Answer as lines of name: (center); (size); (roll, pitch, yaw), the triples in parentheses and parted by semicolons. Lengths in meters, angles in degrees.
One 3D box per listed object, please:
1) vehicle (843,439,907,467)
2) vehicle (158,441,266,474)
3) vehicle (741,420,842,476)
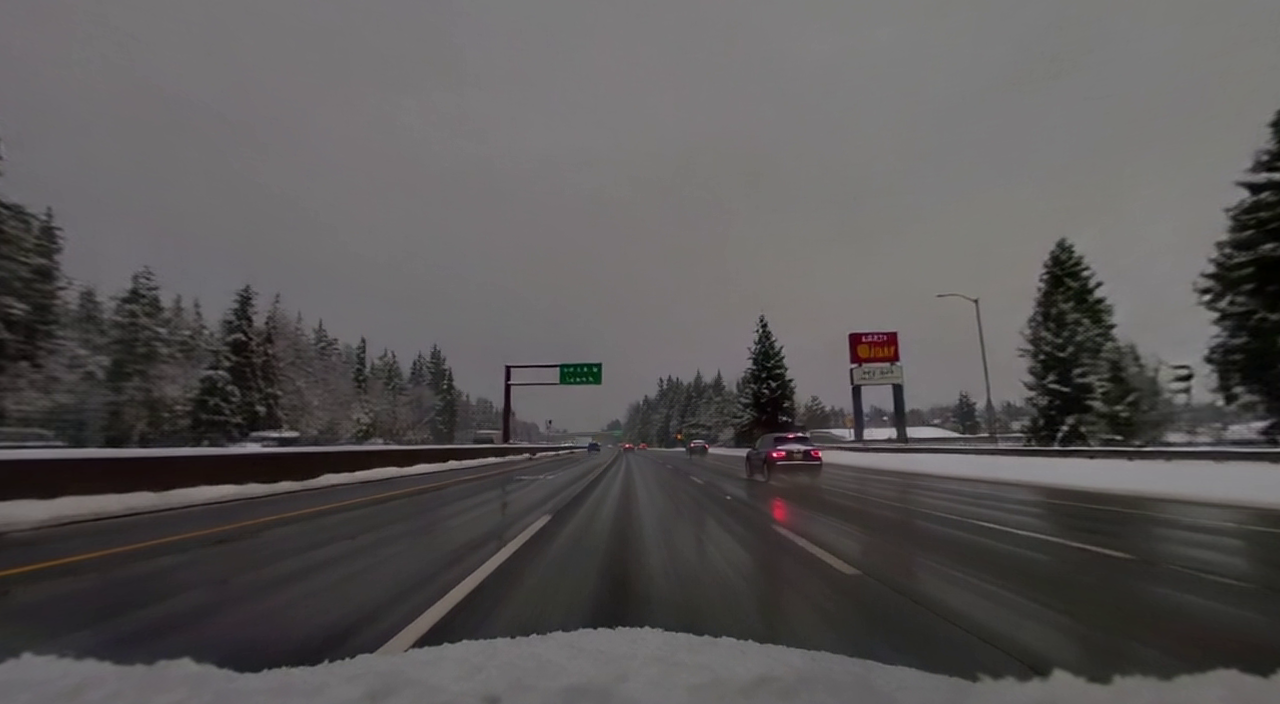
vehicle: (14.092, 6.078, 38.020); (2.072, 1.611, 4.387); (0, -8, -2)
vehicle: (-20.680, 5.113, 30.735); (1.953, 1.466, 4.777); (0, -8, -1)
vehicle: (7.029, 4.643, 30.584); (2.779, 2.339, 8.073); (0, -8, -1)
